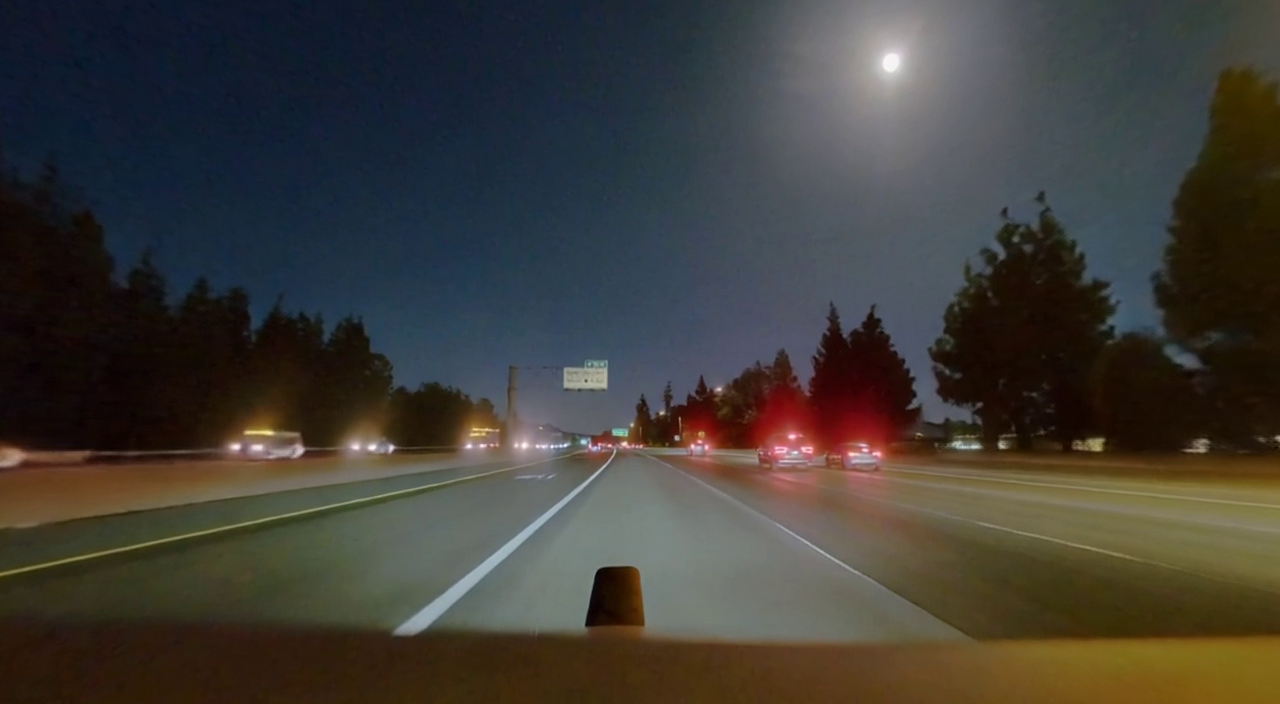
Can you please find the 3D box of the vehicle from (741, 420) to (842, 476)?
[{"bbox_3d":[7.029,4.643,30.584,2.779,2.339,8.073,0,-8,-1],"label":"vehicle"}]

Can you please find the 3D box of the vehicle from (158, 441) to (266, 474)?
[{"bbox_3d":[-20.680,5.113,30.735,1.953,1.466,4.777,0,-8,-1],"label":"vehicle"}]

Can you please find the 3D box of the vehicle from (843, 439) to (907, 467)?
[{"bbox_3d":[14.092,6.078,38.020,2.072,1.611,4.387,0,-8,-2],"label":"vehicle"}]
